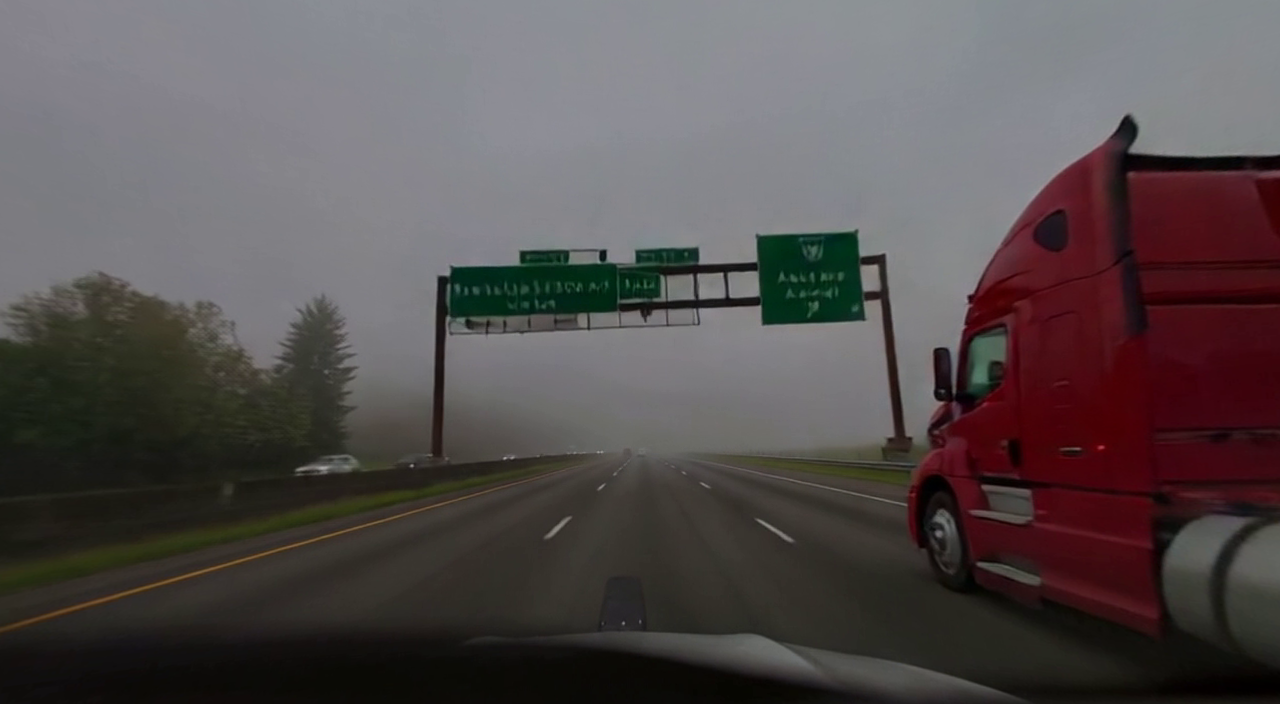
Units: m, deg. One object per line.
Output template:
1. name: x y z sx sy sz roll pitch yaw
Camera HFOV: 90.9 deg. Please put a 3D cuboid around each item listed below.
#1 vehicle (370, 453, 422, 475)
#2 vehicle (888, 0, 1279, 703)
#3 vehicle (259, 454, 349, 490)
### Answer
1. vehicle: -18.066 8.298 46.847 1.945 1.482 4.735 0 -9 0
2. vehicle: 4.022 -0.053 3.147 3.051 3.968 5.943 0 -9 0
3. vehicle: -14.867 5.298 28.158 1.810 1.454 4.056 0 -9 0
